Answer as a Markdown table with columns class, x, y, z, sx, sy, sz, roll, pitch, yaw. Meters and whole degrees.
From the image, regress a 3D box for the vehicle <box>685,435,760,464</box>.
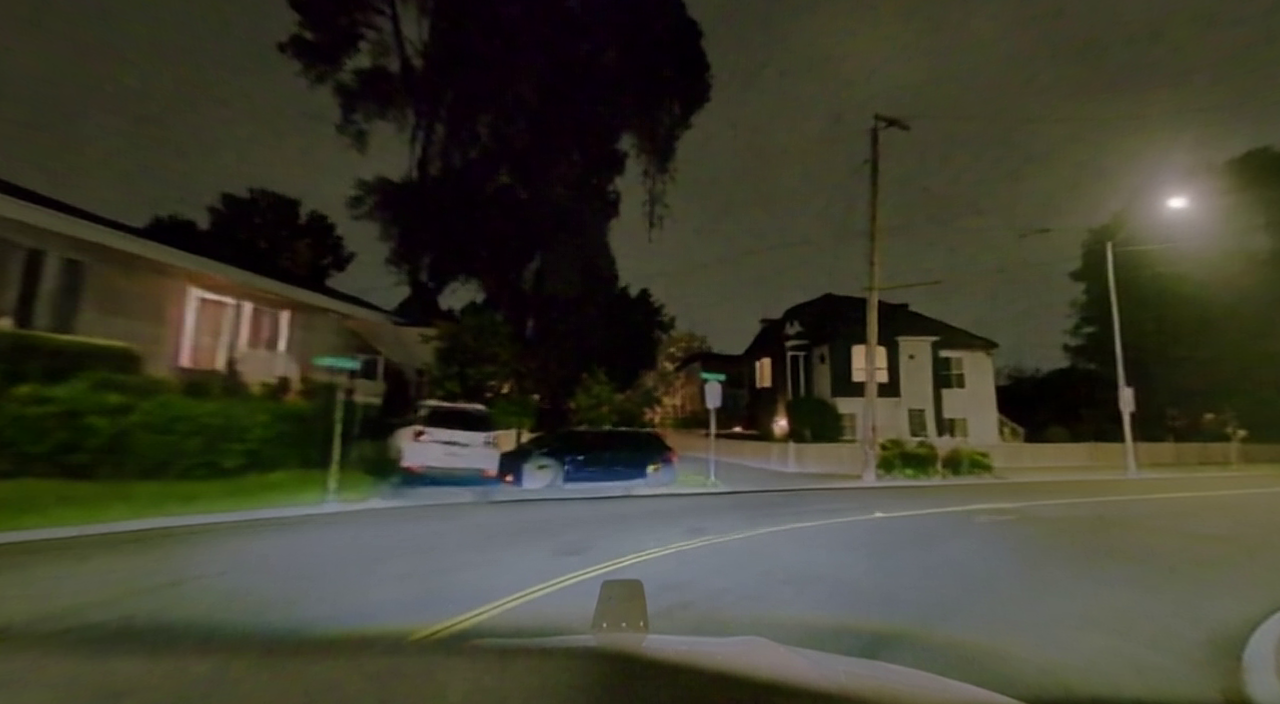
| class | x | y | z | sx | sy | sz | roll | pitch | yaw |
| --- | --- | --- | --- | --- | --- | --- | --- | --- | --- |
| vehicle | 4.637 | 5.481 | 35.641 | 3.784 | 1.532 | 1.650 | 1 | -8 | -14 |
